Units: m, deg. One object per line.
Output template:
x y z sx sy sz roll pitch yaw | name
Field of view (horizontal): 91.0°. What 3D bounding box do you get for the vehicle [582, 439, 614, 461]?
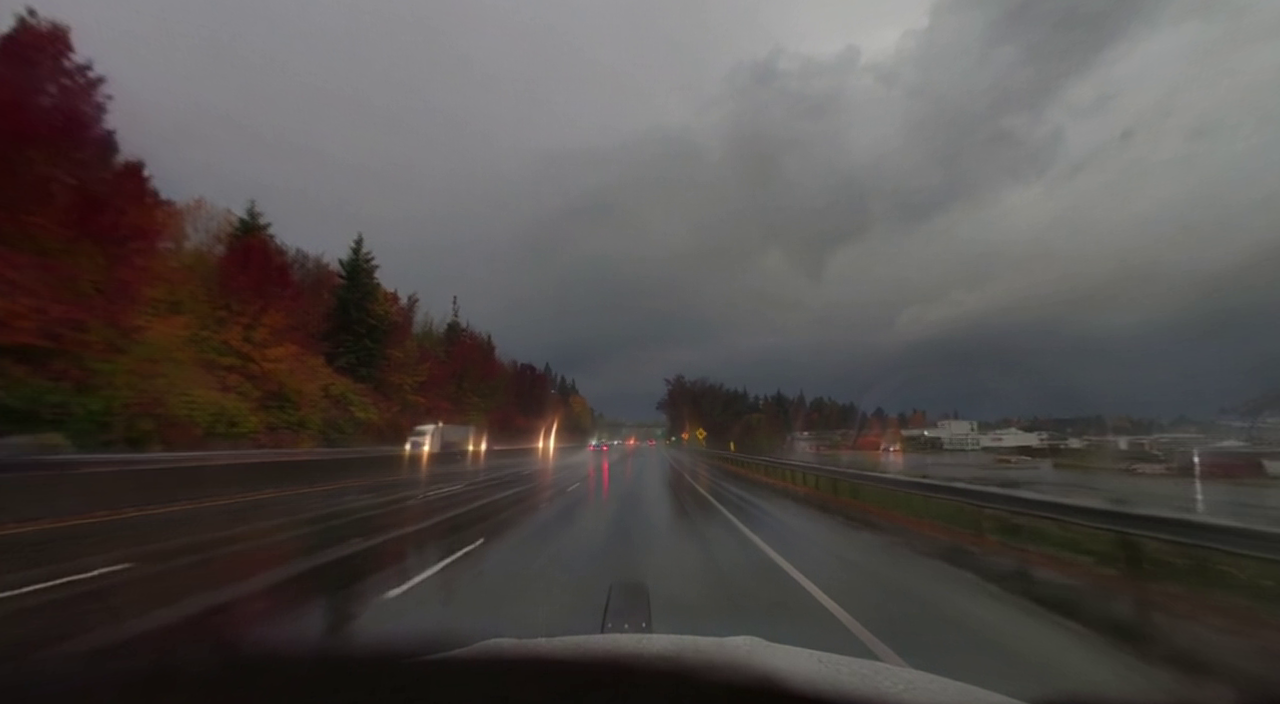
-3.275 7.701 49.626 2.123 1.643 4.479 0 -8 1 | vehicle
